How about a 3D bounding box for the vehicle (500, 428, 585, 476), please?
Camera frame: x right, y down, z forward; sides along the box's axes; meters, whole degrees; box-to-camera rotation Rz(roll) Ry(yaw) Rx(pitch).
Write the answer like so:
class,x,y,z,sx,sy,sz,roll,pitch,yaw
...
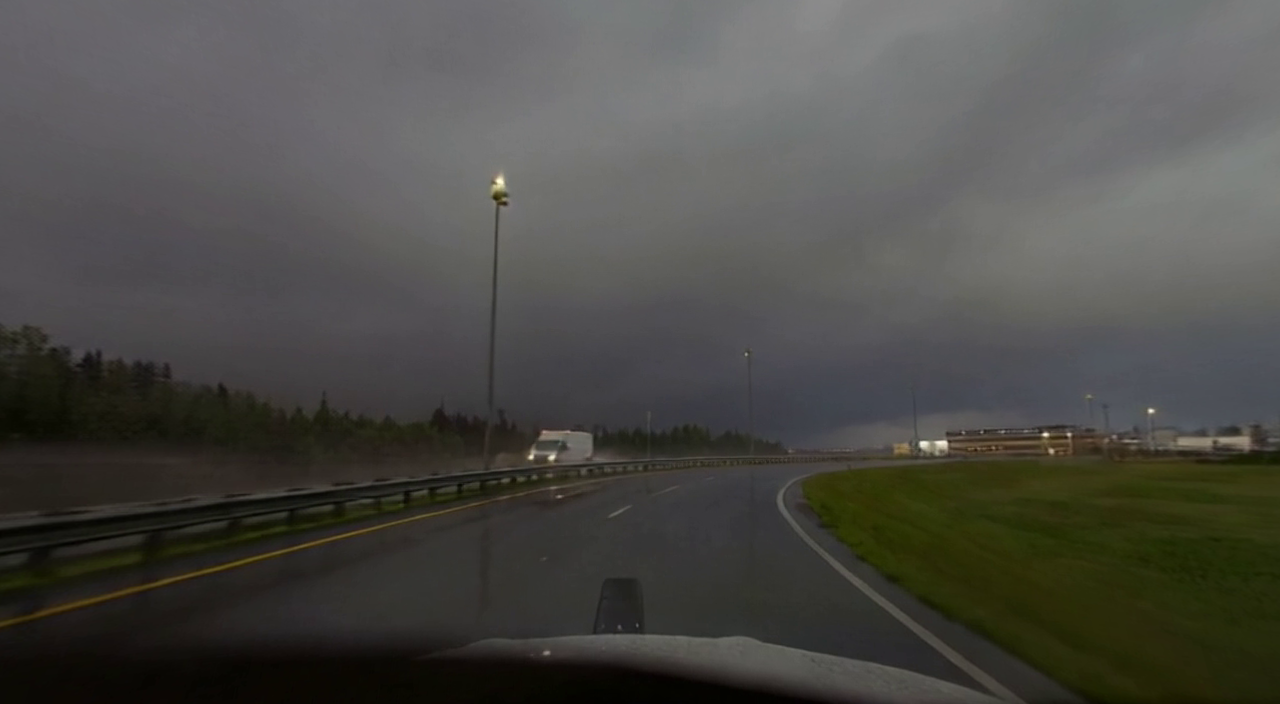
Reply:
class,x,y,z,sx,sy,sz,roll,pitch,yaw
vehicle,-5.765,6.050,38.151,2.396,2.635,5.921,-4,-9,21
